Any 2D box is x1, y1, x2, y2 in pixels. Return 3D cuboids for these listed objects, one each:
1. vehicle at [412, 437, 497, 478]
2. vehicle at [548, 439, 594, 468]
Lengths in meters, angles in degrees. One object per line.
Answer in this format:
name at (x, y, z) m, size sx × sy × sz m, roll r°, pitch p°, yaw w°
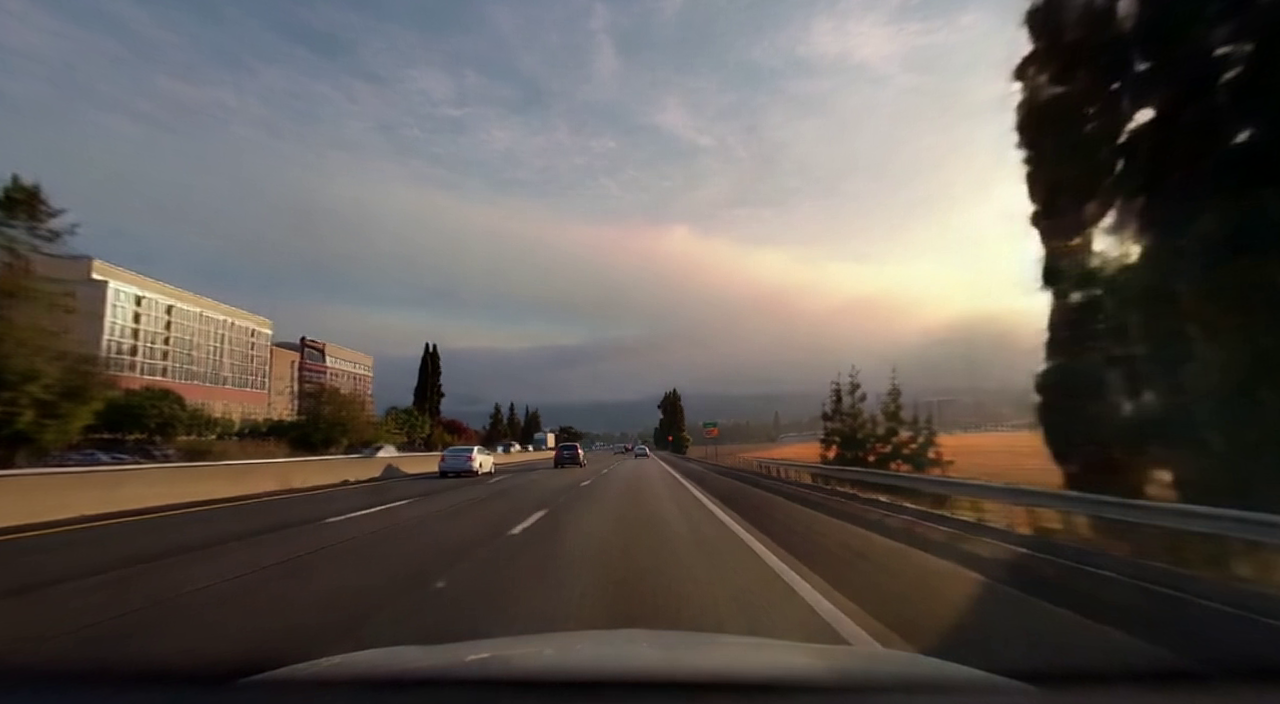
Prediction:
vehicle at (-7.560, 4.326, 26.159) m, size 2.034 × 1.523 × 4.627 m, roll 0°, pitch -8°, yaw 1°
vehicle at (-3.969, 5.910, 36.905) m, size 2.083 × 1.588 × 4.801 m, roll 0°, pitch -8°, yaw 1°
